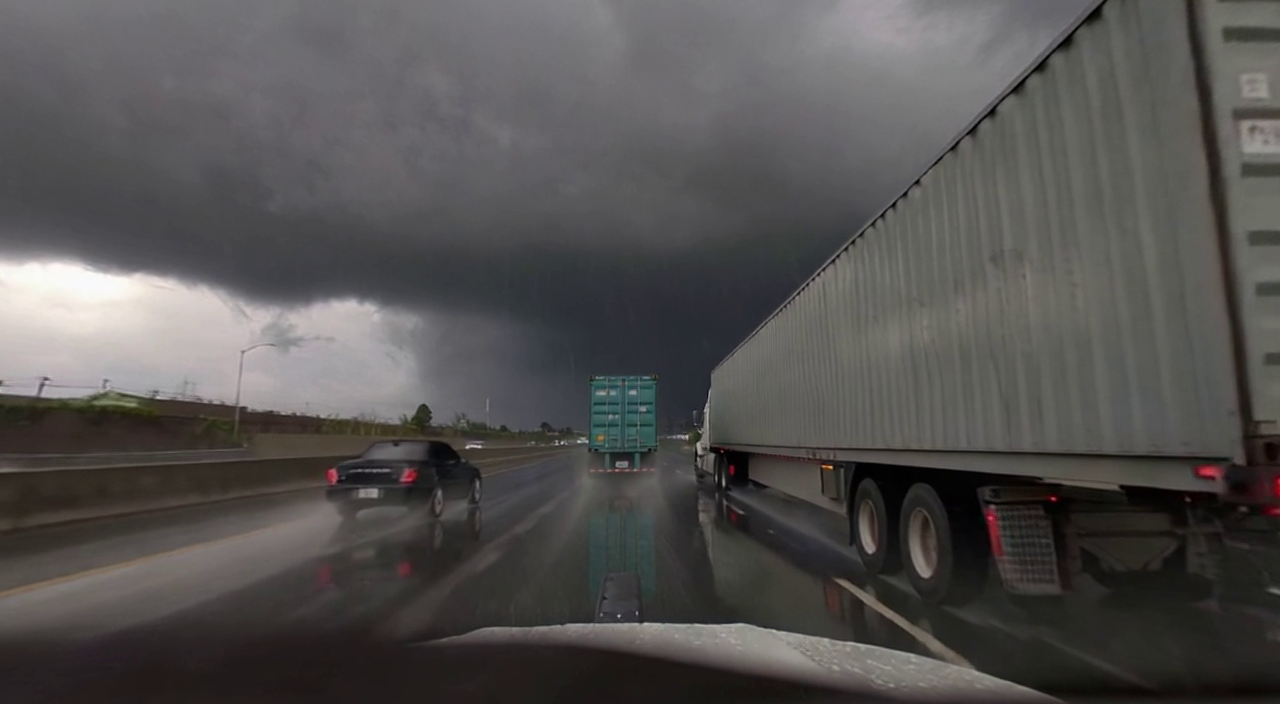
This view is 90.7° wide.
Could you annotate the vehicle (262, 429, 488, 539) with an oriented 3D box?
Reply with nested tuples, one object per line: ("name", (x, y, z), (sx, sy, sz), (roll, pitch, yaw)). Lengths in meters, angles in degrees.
("vehicle", (-4.185, 2.155, 11.007), (1.994, 1.471, 4.591), (0, -9, -1))

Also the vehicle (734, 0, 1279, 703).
("vehicle", (3.763, 0.521, 8.617), (2.803, 4.072, 12.744), (0, -9, -1))

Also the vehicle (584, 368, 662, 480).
("vehicle", (-0.567, 3.512, 29.146), (2.841, 4.071, 12.046), (0, -9, 1))
